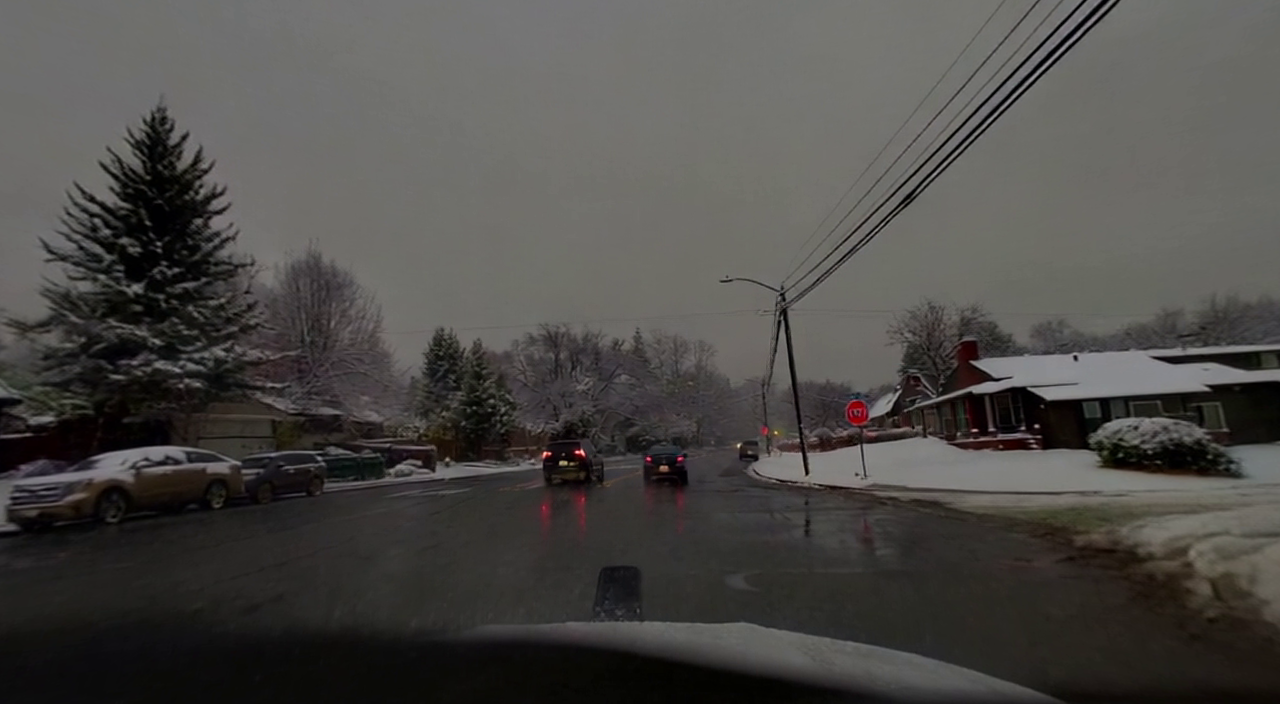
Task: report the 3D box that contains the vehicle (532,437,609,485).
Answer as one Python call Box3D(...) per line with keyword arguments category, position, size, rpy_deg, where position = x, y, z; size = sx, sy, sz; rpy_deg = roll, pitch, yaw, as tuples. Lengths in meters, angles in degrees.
Box3D(category="vehicle", position=(-2.574, 4.200, 24.624), size=(2.178, 1.695, 4.339), rpy_deg=(-1, -8, 5))

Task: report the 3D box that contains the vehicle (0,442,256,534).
Box3D(category="vehicle", position=(-13.685, 3.625, 17.436), size=(2.191, 1.980, 5.888), rpy_deg=(-4, -10, 3))

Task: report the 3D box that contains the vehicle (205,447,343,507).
Box3D(category="vehicle", position=(-13.175, 4.514, 23.087), size=(2.076, 1.864, 4.730), rpy_deg=(-3, -10, 2))

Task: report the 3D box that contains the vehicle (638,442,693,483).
Box3D(category="vehicle", position=(1.077, 4.265, 24.660), size=(1.955, 1.459, 4.383), rpy_deg=(-1, -8, 5))
